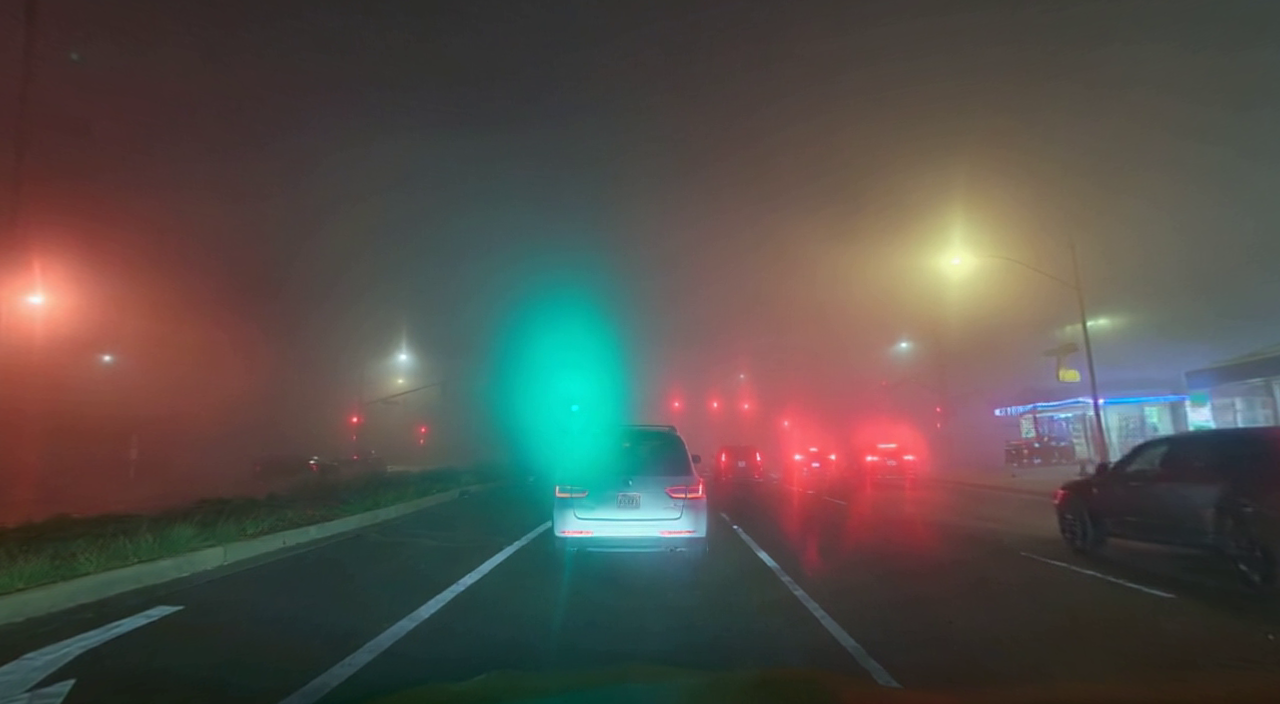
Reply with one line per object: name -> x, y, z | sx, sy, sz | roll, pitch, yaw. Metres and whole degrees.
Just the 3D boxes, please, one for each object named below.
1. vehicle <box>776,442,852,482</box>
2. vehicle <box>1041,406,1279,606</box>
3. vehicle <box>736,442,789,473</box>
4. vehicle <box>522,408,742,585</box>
vehicle -> 6.855, 4.380, 25.285 | 1.833, 1.452, 4.237 | 0, -8, 0
vehicle -> 6.403, 1.410, 6.077 | 2.072, 1.652, 4.611 | 0, -8, 1
vehicle -> 6.259, 5.453, 32.635 | 1.961, 1.477, 4.454 | 0, -9, 2
vehicle -> -0.062, 1.693, 8.119 | 2.115, 1.700, 3.901 | 0, -8, 1
